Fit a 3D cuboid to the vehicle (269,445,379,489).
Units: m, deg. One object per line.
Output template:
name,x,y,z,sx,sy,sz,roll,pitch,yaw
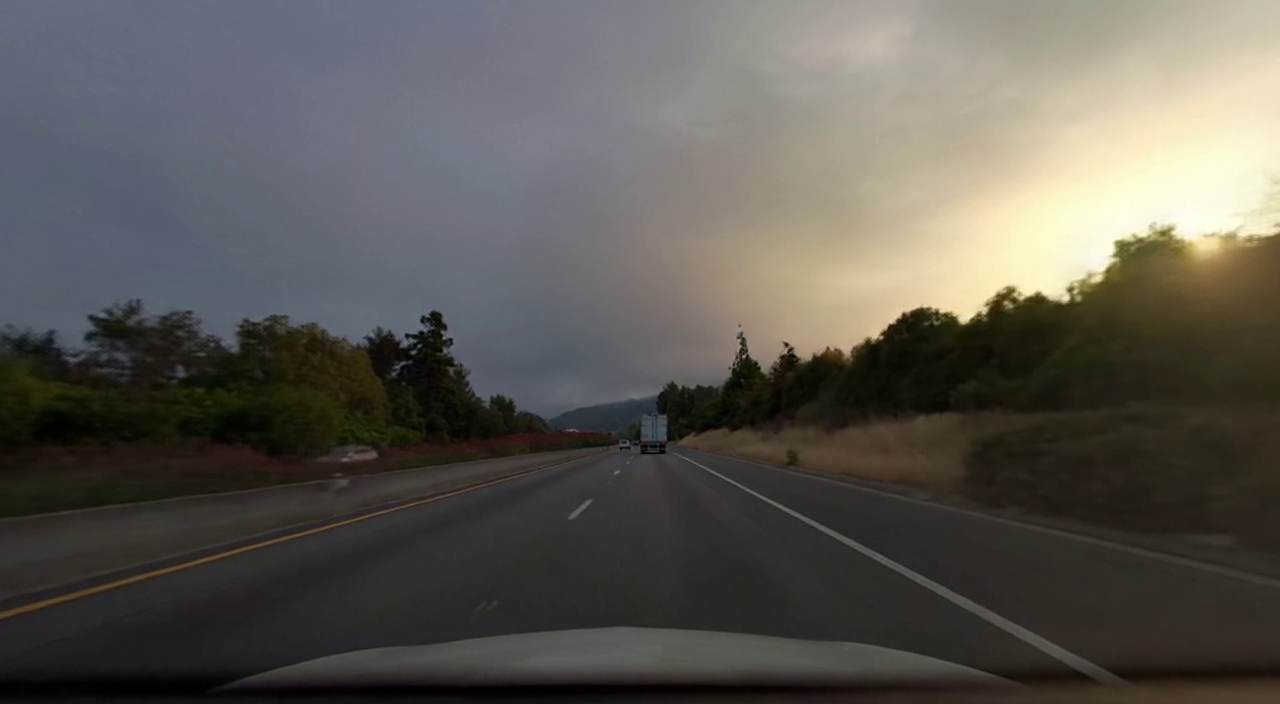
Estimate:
vehicle,-12.504,4.542,25.346,1.968,1.550,4.665,0,-8,1
